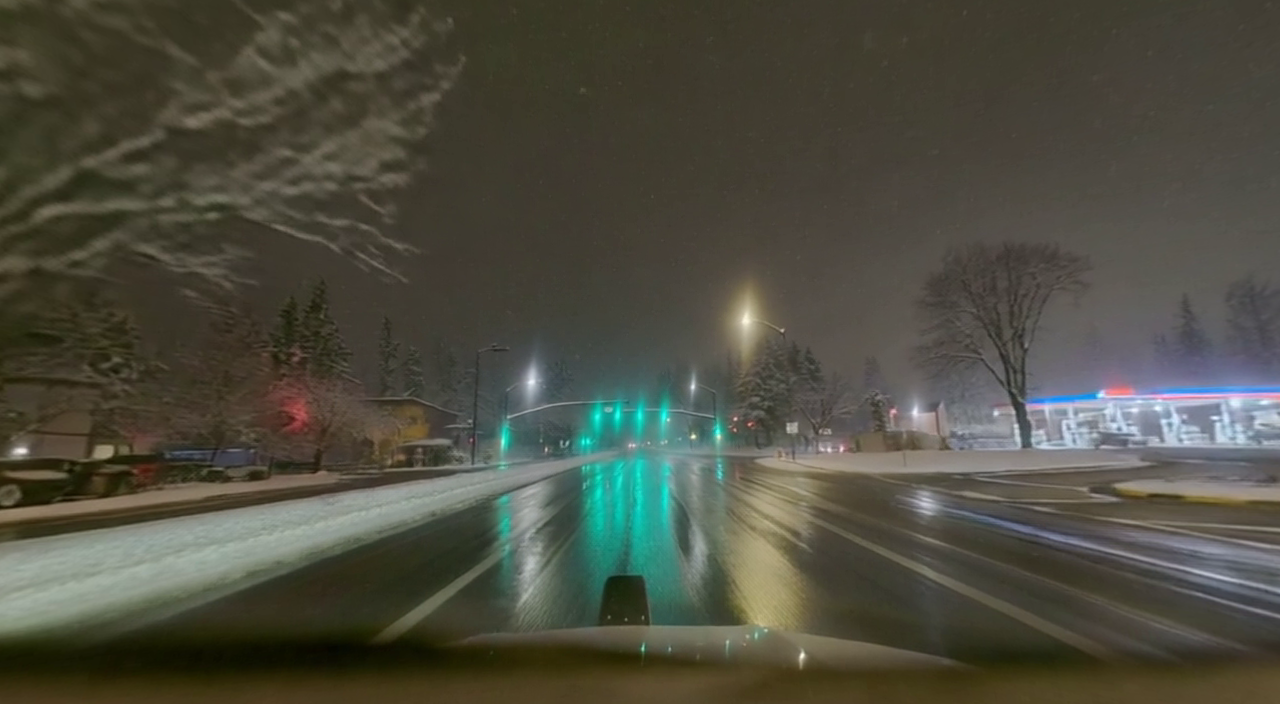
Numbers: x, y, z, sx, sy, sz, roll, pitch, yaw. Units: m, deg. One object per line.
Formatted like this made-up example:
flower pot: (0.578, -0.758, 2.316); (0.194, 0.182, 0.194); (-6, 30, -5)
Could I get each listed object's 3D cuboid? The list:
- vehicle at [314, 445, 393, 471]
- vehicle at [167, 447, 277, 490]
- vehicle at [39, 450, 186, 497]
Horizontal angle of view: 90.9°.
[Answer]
vehicle: (-22.584, 8.344, 49.865); (5.215, 1.887, 2.213); (0, -9, -8)
vehicle: (-24.180, 6.712, 36.594); (5.040, 2.072, 1.949); (-3, -6, 0)
vehicle: (-23.758, 5.460, 28.526); (4.634, 1.977, 2.282); (-1, -9, 3)
